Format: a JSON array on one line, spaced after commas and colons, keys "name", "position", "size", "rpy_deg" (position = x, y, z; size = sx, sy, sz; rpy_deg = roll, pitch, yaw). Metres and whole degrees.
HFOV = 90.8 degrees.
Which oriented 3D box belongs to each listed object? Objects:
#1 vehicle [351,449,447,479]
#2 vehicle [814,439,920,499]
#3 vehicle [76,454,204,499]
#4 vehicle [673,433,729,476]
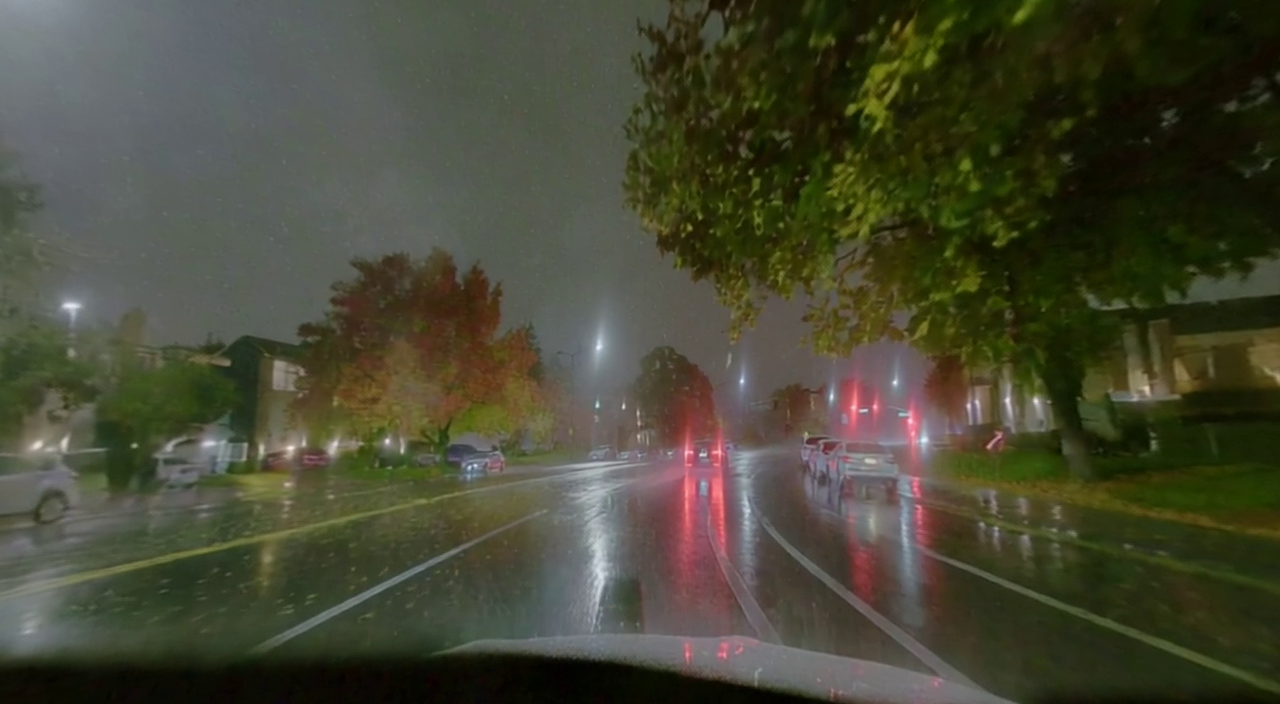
[{"name": "vehicle", "position": [-16.778, 7.808, 44.100], "size": [5.953, 1.868, 2.049], "rpy_deg": [0, -11, 10]}, {"name": "vehicle", "position": [6.218, 3.214, 17.890], "size": [1.940, 1.456, 4.502], "rpy_deg": [-1, -9, 8]}, {"name": "vehicle", "position": [-23.179, 5.724, 29.349], "size": [4.524, 1.870, 2.180], "rpy_deg": [-2, -9, 14]}, {"name": "vehicle", "position": [2.682, 4.323, 26.850], "size": [1.852, 1.680, 4.488], "rpy_deg": [-2, -9, 12]}]
